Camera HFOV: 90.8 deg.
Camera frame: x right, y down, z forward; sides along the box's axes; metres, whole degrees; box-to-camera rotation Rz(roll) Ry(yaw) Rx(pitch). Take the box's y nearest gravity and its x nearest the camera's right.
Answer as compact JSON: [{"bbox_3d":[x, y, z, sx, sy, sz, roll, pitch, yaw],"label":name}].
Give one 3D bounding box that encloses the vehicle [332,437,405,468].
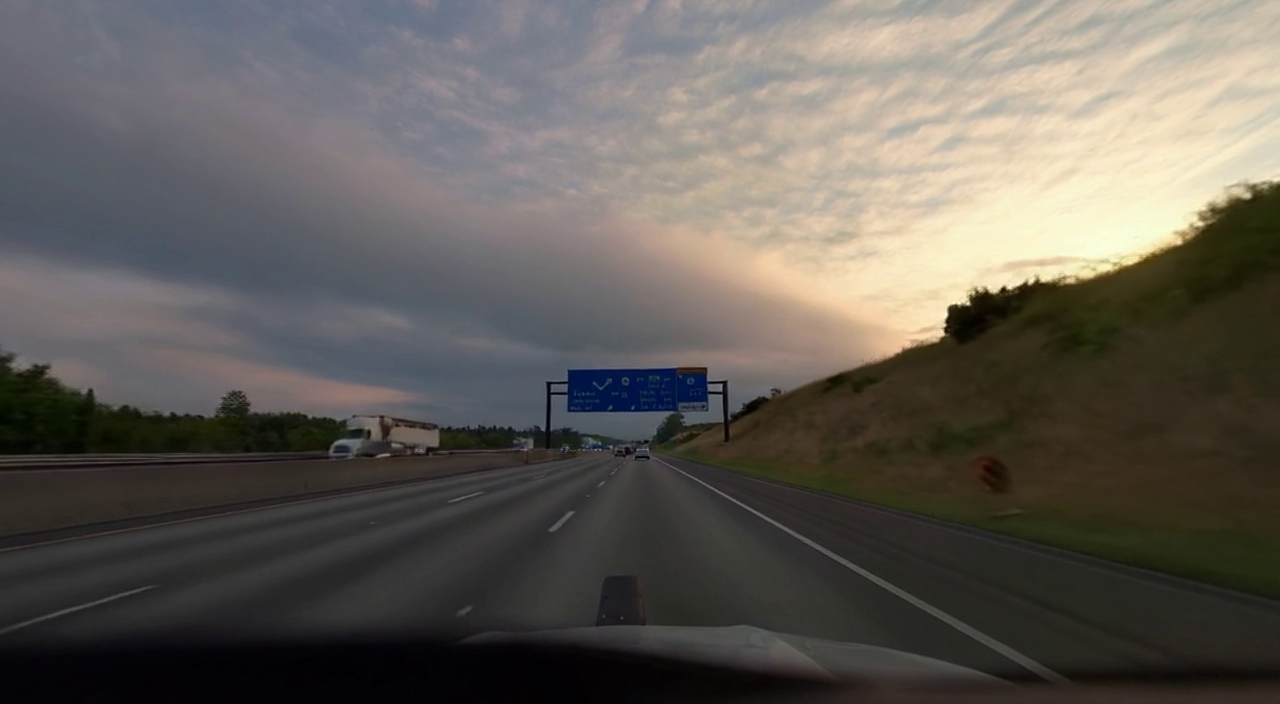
[{"bbox_3d":[-15.153,5.646,35.536,1.981,1.613,4.650,0,-9,0],"label":"vehicle"}]
